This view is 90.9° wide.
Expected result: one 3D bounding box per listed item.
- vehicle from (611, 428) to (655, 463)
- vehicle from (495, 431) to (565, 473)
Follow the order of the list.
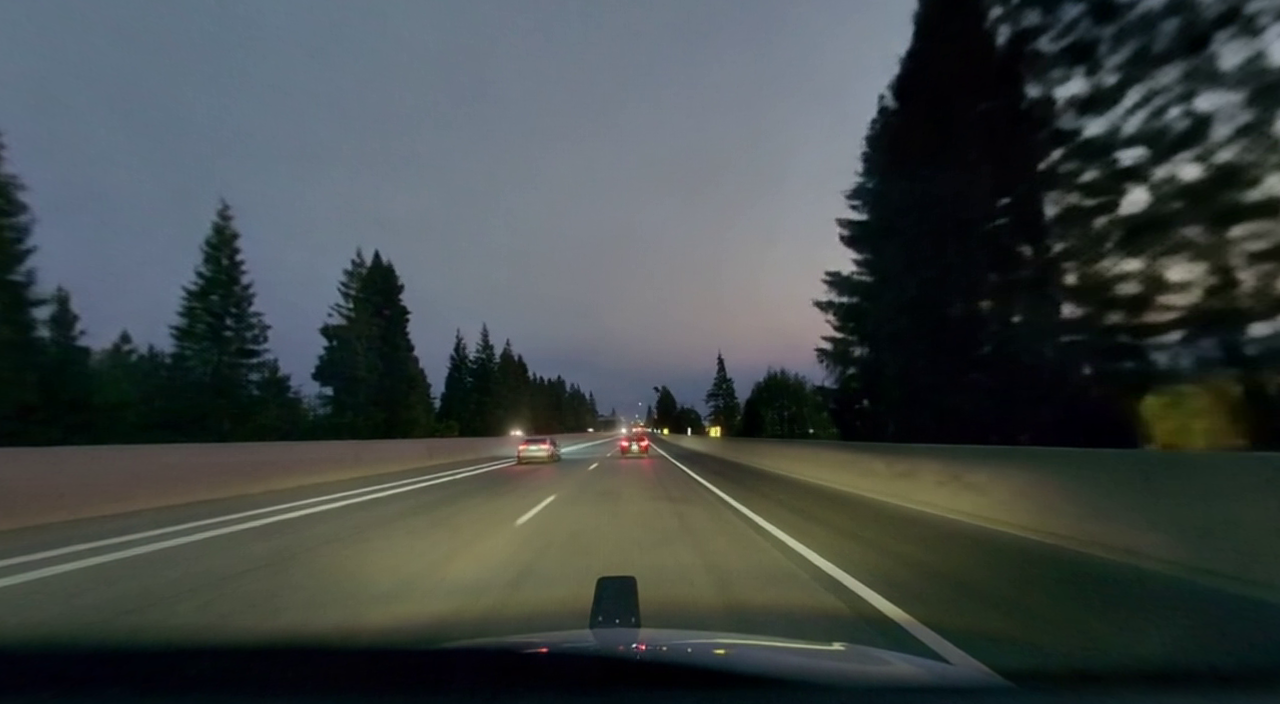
[{"bbox_3d":[-0.335,4.824,32.639,2.134,1.654,4.174,0,-8,0],"label":"vehicle"},{"bbox_3d":[-4.256,3.912,24.986,2.030,1.491,4.046,0,-8,0],"label":"vehicle"}]
